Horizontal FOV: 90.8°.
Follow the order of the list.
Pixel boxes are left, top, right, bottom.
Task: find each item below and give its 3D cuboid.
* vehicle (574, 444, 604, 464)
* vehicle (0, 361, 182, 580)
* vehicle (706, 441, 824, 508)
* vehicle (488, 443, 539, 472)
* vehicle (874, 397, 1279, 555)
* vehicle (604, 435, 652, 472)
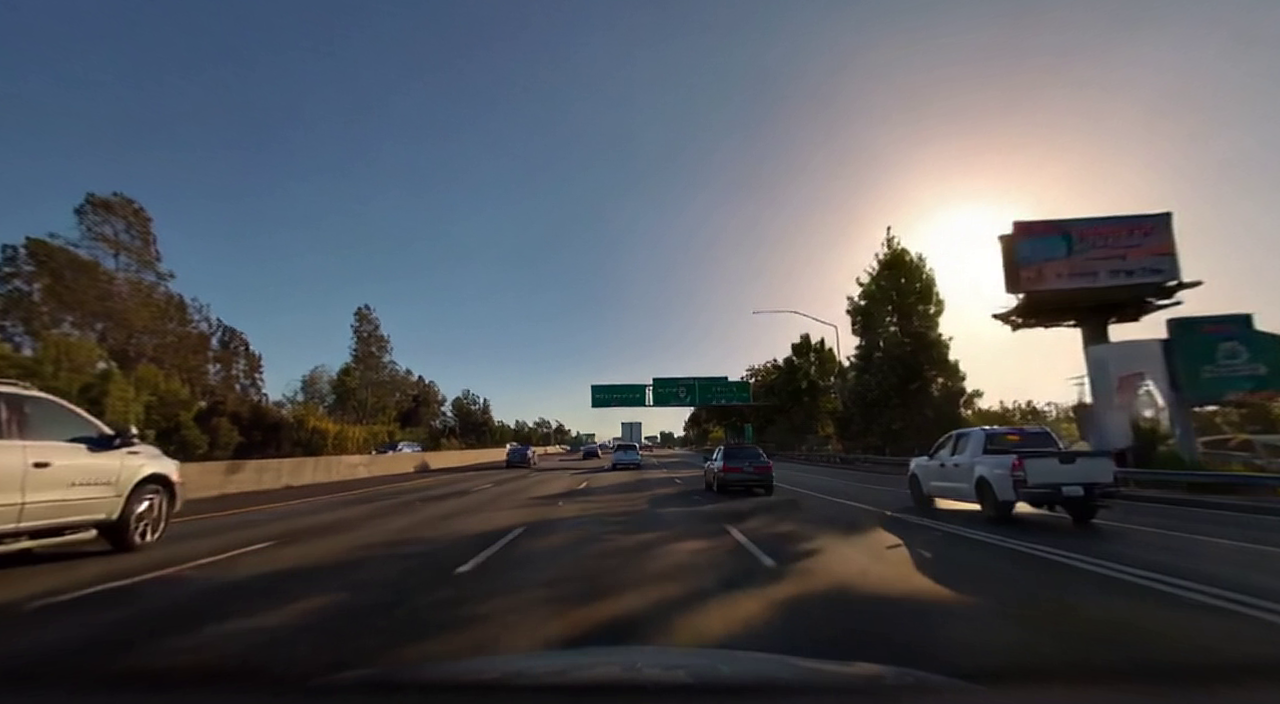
[{"bbox_3d":[-3.972,8.037,49.726,1.935,1.487,4.076,0,-8,0],"label":"vehicle"},{"bbox_3d":[-7.150,0.974,5.013,2.444,2.012,6.122,0,-8,0],"label":"vehicle"},{"bbox_3d":[2.966,3.004,16.034,2.011,1.462,4.286,0,-8,-1],"label":"vehicle"},{"bbox_3d":[-7.038,5.907,35.630,1.920,1.482,4.385,0,-8,0],"label":"vehicle"},{"bbox_3d":[6.511,1.948,10.758,2.635,1.919,5.907,0,-8,-2],"label":"vehicle"},{"bbox_3d":[-0.603,5.336,33.359,2.323,1.805,4.729,0,-8,0],"label":"vehicle"}]
